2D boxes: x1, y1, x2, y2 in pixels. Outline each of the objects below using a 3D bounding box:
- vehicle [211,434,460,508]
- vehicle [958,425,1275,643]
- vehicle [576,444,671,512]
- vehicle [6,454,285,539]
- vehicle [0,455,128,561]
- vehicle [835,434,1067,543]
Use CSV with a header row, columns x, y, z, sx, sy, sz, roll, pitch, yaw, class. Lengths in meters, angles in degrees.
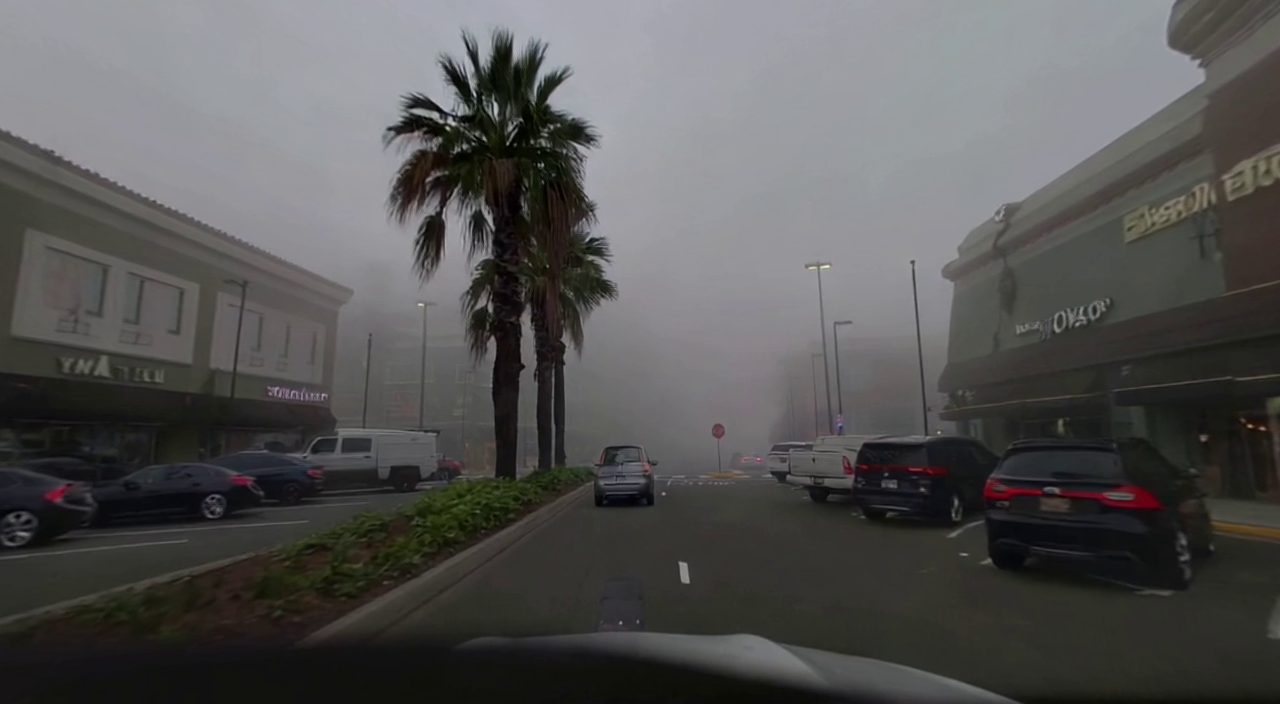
x,y,z,sx,sy,sz,roll,pitch,yaw,class
-9.938,3.875,21.219,6.873,2.051,2.823,8,-12,-43,vehicle
5.280,1.606,6.704,4.769,1.478,1.836,8,-12,-44,vehicle
-0.282,3.115,16.110,2.031,1.479,3.969,-1,-9,4,vehicle
-10.141,2.915,13.360,4.266,1.458,1.976,7,-11,-37,vehicle
-10.449,2.267,9.214,2.093,1.470,4.286,-9,-12,44,vehicle
5.409,2.211,10.829,4.105,1.509,1.839,7,-11,-37,vehicle
